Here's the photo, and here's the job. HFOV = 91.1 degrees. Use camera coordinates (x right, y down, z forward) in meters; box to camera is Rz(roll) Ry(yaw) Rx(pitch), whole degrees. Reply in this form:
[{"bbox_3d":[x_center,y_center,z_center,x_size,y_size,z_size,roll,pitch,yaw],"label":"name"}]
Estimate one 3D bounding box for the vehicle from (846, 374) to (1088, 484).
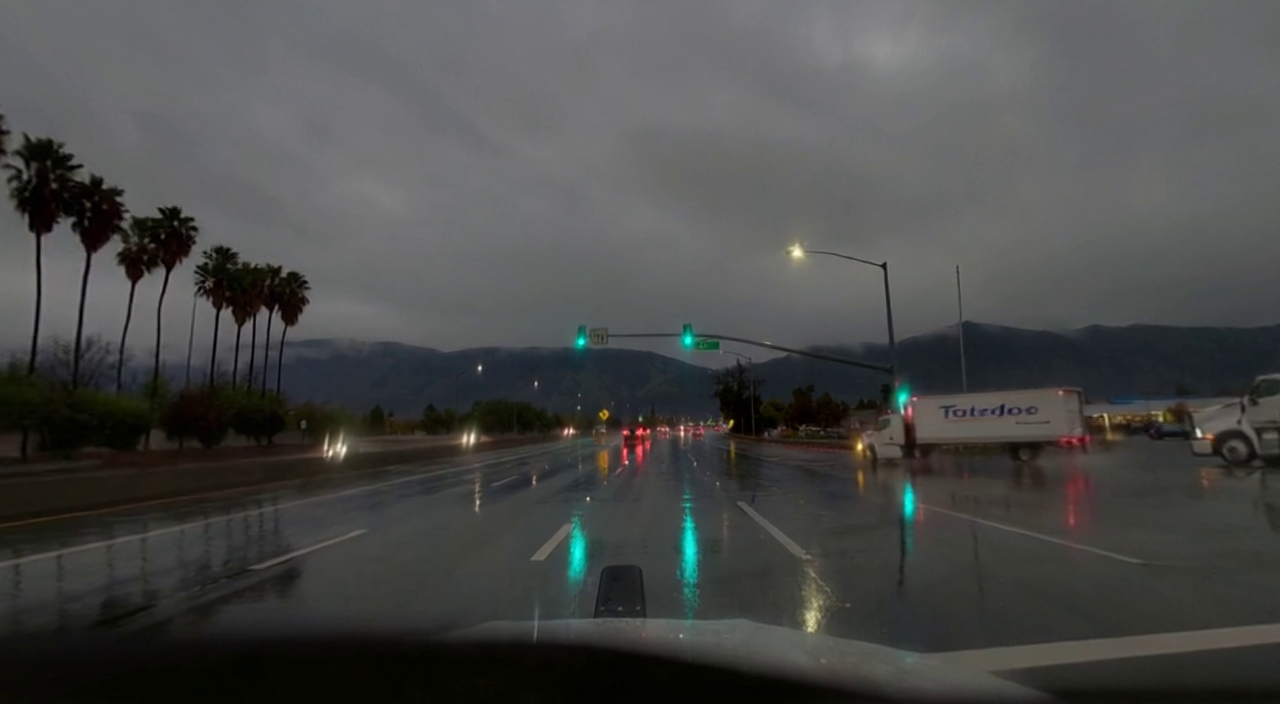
[{"bbox_3d":[11.551,2.849,22.728,7.088,3.414,3.237,-5,-10,30],"label":"vehicle"}]
